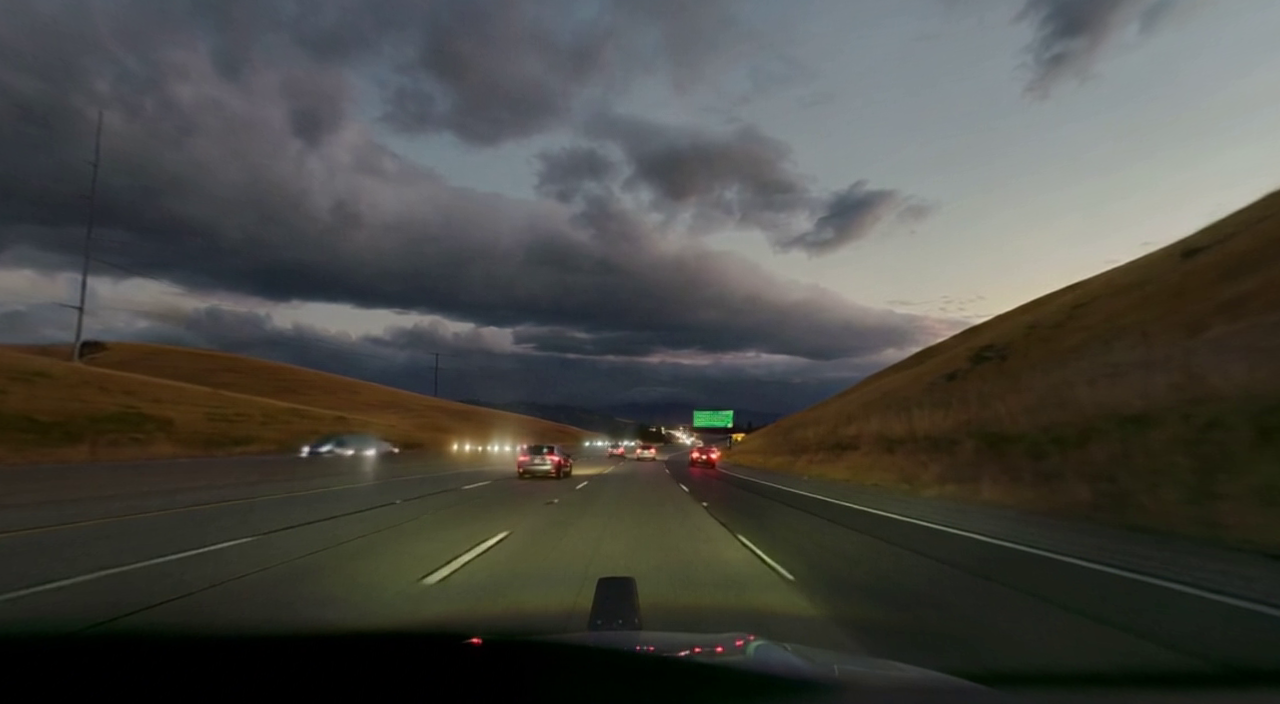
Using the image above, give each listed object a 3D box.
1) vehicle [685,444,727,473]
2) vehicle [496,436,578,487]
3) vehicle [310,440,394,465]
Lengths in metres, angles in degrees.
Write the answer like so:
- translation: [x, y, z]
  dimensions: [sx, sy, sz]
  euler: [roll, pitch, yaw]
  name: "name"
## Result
- translation: [4.263, 6.937, 41.341]
  dimensions: [2.164, 1.788, 4.500]
  euler: [0, -8, -1]
  name: "vehicle"
- translation: [-3.659, 4.004, 23.438]
  dimensions: [2.166, 1.700, 4.661]
  euler: [0, -8, 1]
  name: "vehicle"
- translation: [-21.372, 7.496, 47.379]
  dimensions: [2.776, 1.771, 6.840]
  euler: [-1, -8, 3]
  name: "vehicle"
